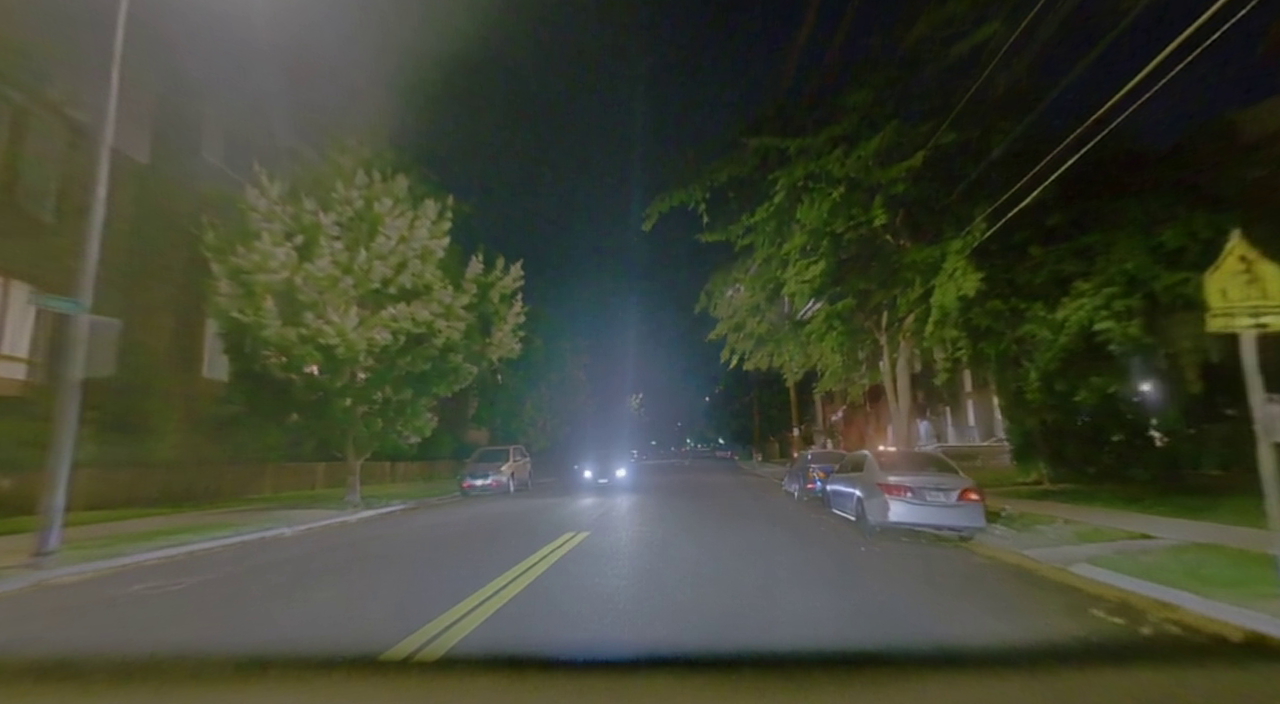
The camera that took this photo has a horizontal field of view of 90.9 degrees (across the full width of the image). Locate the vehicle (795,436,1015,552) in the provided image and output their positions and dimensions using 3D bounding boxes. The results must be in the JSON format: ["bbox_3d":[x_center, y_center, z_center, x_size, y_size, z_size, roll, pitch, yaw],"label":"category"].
[{"bbox_3d":[4.022,2.191,10.585,2.014,1.482,4.599,-1,-8,5],"label":"vehicle"}]

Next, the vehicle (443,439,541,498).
[{"bbox_3d":[-5.023,3.996,22.087,2.027,1.695,4.437,-4,-8,4],"label":"vehicle"}]

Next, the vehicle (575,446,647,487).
[{"bbox_3d":[-1.035,4.486,25.154,2.079,1.441,4.541,-1,-8,7],"label":"vehicle"}]
